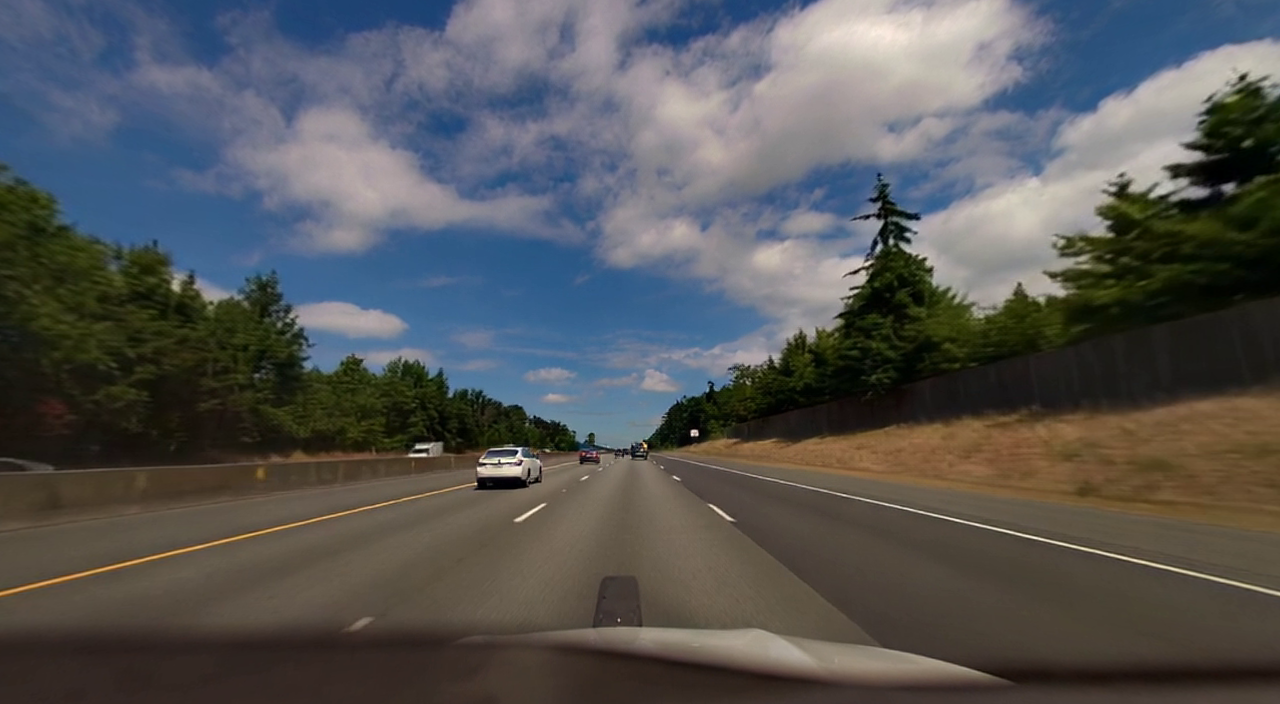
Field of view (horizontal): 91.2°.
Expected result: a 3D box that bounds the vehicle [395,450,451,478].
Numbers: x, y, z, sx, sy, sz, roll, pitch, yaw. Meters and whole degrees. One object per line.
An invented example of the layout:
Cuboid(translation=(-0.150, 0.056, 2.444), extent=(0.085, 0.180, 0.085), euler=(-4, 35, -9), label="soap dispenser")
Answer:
Cuboid(translation=(-12.527, 6.459, 36.404), extent=(1.848, 1.498, 3.906), euler=(0, -9, 0), label="vehicle")

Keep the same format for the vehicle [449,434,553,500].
Cuboid(translation=(-3.963, 3.366, 18.741), extent=(2.151, 1.693, 4.201), euler=(0, -9, 0), label="vehicle")
